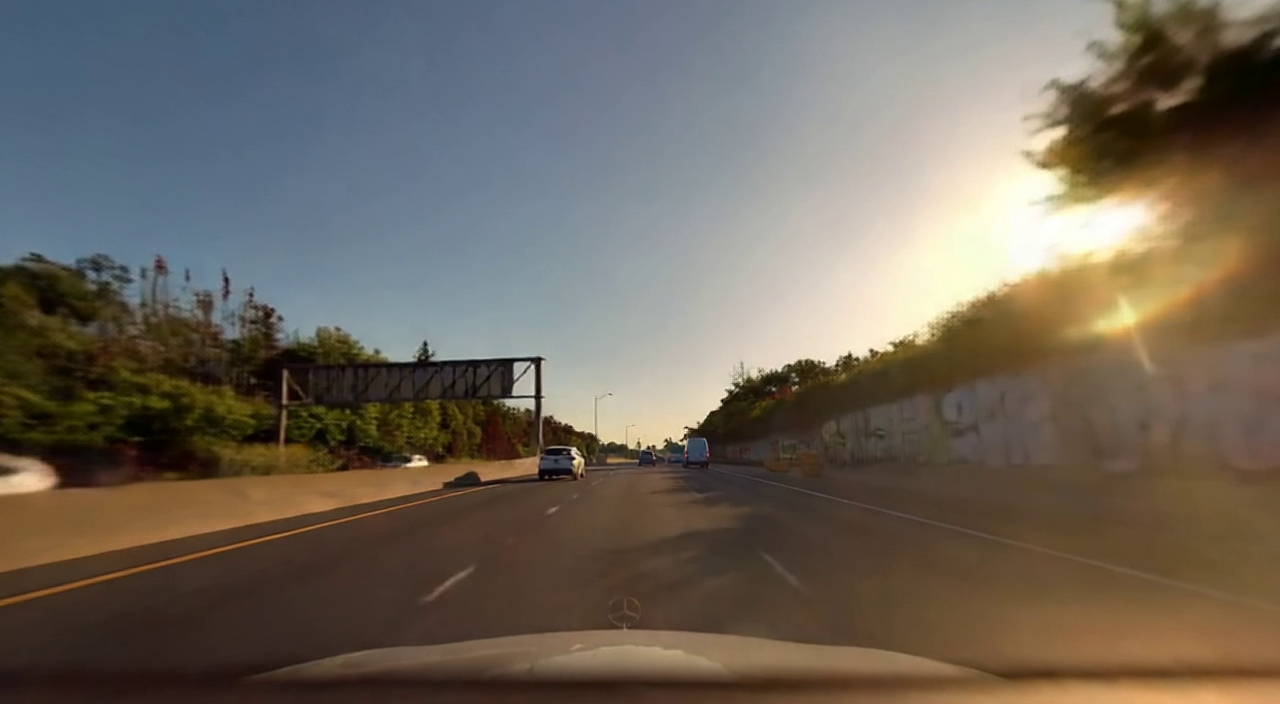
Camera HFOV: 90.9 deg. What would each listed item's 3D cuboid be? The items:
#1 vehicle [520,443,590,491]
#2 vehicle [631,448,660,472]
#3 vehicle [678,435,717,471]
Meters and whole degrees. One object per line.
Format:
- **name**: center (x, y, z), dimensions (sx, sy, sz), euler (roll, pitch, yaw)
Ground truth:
- **vehicle**: center (-3.127, 4.354, 24.174), dimensions (1.964, 1.618, 4.489), euler (0, -9, 1)
- **vehicle**: center (0.411, 7.892, 46.334), dimensions (2.108, 1.663, 3.159), euler (0, -9, 1)
- **vehicle**: center (4.410, 7.896, 49.216), dimensions (2.469, 2.591, 5.653), euler (0, -9, 0)
